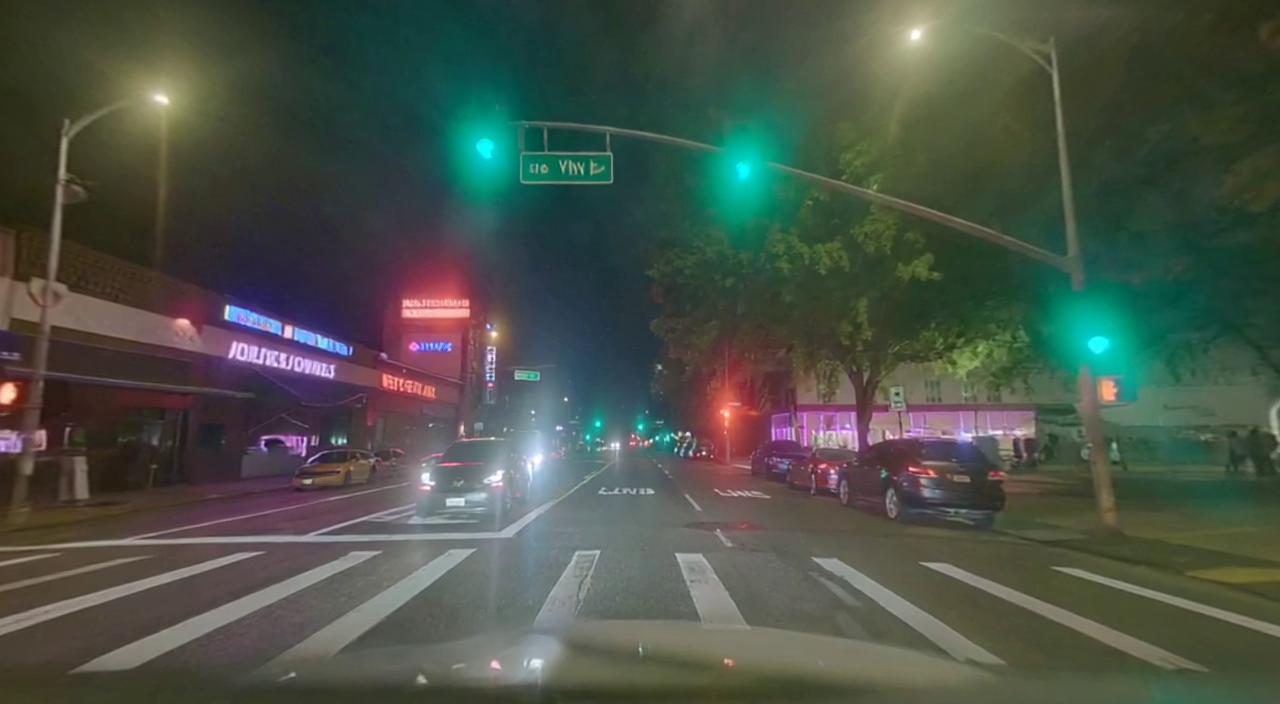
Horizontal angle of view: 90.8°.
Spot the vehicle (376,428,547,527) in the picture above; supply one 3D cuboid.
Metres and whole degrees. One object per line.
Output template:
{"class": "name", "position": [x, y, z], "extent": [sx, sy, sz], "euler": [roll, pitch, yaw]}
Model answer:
{"class": "vehicle", "position": [-3.133, 2.303, 12.166], "extent": [2.013, 1.527, 4.335], "euler": [0, -8, 0]}

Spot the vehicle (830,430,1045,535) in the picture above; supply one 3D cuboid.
{"class": "vehicle", "position": [5.893, 2.616, 13.379], "extent": [2.116, 1.780, 4.682], "euler": [0, -8, -2]}

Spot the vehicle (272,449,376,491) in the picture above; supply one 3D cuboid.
{"class": "vehicle", "position": [-12.555, 4.682, 25.423], "extent": [1.973, 1.528, 4.037], "euler": [-1, -8, 2]}

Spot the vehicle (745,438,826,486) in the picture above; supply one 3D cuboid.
{"class": "vehicle", "position": [5.982, 4.554, 26.583], "extent": [2.150, 1.805, 4.870], "euler": [0, -8, -1]}
